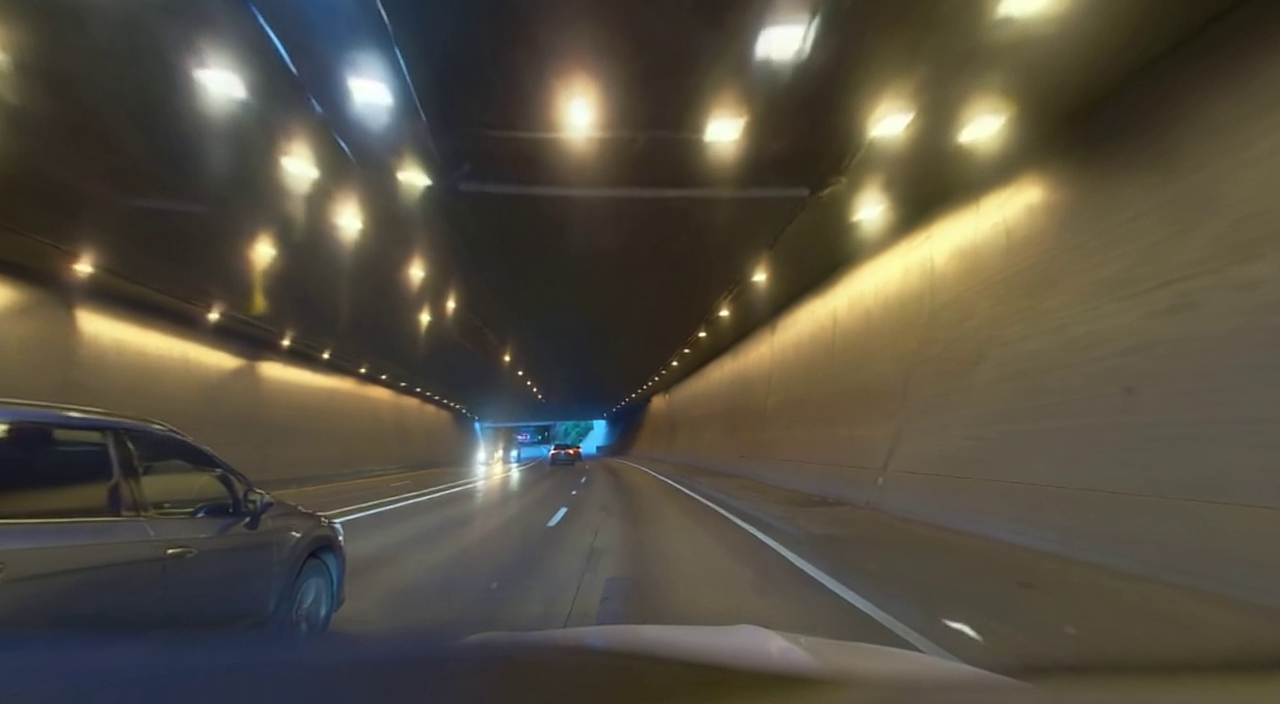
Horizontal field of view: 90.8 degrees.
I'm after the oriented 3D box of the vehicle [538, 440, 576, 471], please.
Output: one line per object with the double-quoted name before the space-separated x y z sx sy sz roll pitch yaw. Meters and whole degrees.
"vehicle" -4.883 6.147 37.709 1.961 1.725 4.315 1 -9 -4
